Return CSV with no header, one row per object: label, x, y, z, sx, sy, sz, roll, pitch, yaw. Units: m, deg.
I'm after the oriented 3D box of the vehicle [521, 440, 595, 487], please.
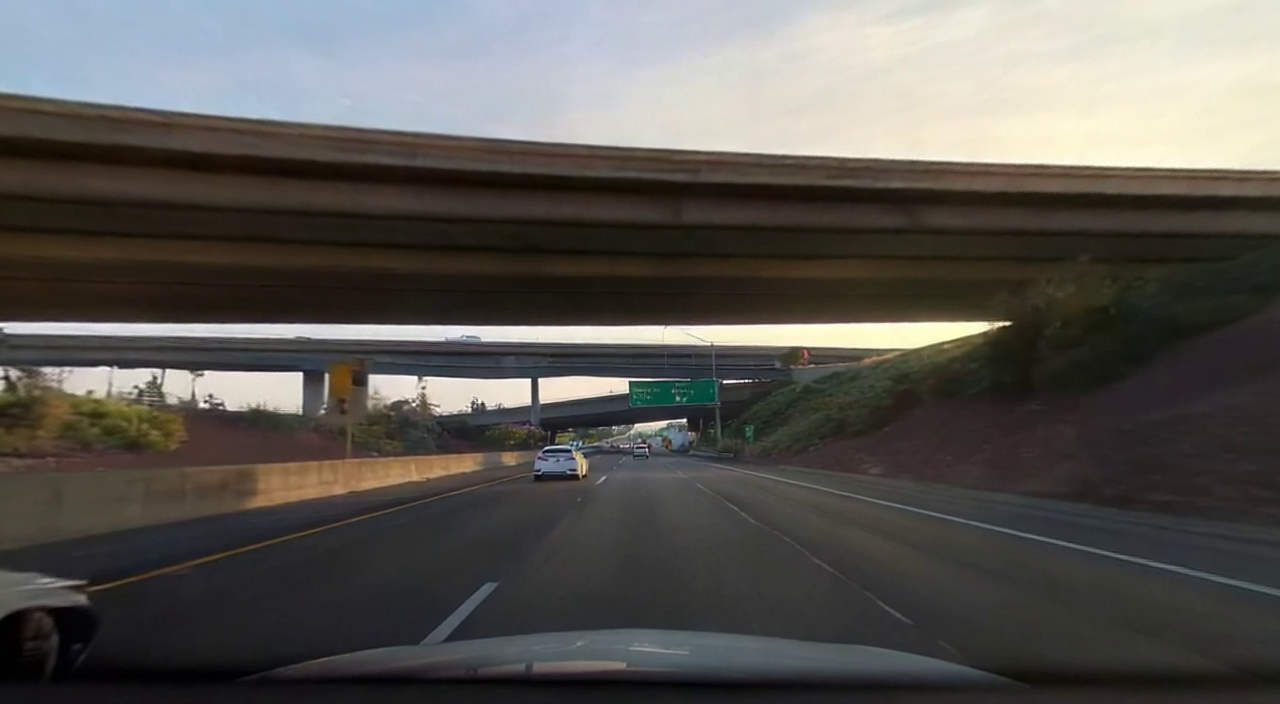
vehicle,-2.897,4.059,23.351,2.029,1.557,4.570,0,-9,1
